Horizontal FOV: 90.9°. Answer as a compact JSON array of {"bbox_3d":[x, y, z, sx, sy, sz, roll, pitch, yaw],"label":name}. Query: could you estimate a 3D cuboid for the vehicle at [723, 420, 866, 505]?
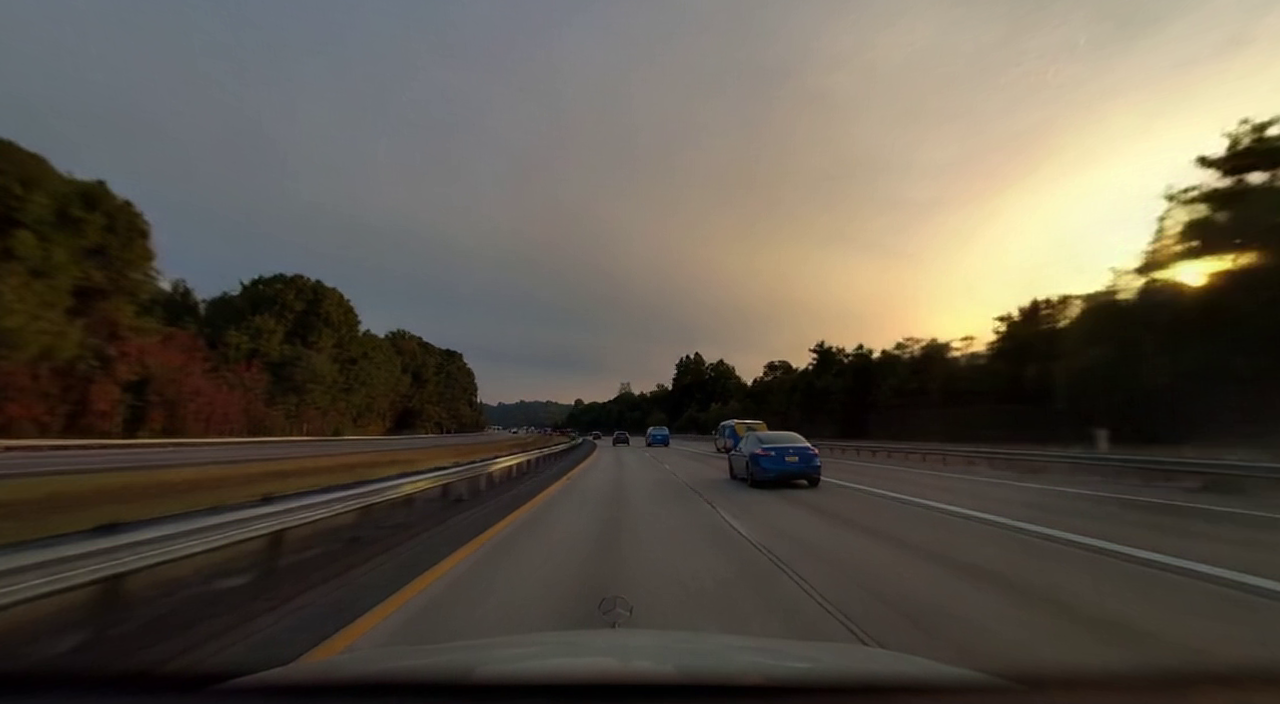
[{"bbox_3d":[3.155,2.319,13.764,2.002,1.569,3.845,0,-8,-2],"label":"vehicle"}]
